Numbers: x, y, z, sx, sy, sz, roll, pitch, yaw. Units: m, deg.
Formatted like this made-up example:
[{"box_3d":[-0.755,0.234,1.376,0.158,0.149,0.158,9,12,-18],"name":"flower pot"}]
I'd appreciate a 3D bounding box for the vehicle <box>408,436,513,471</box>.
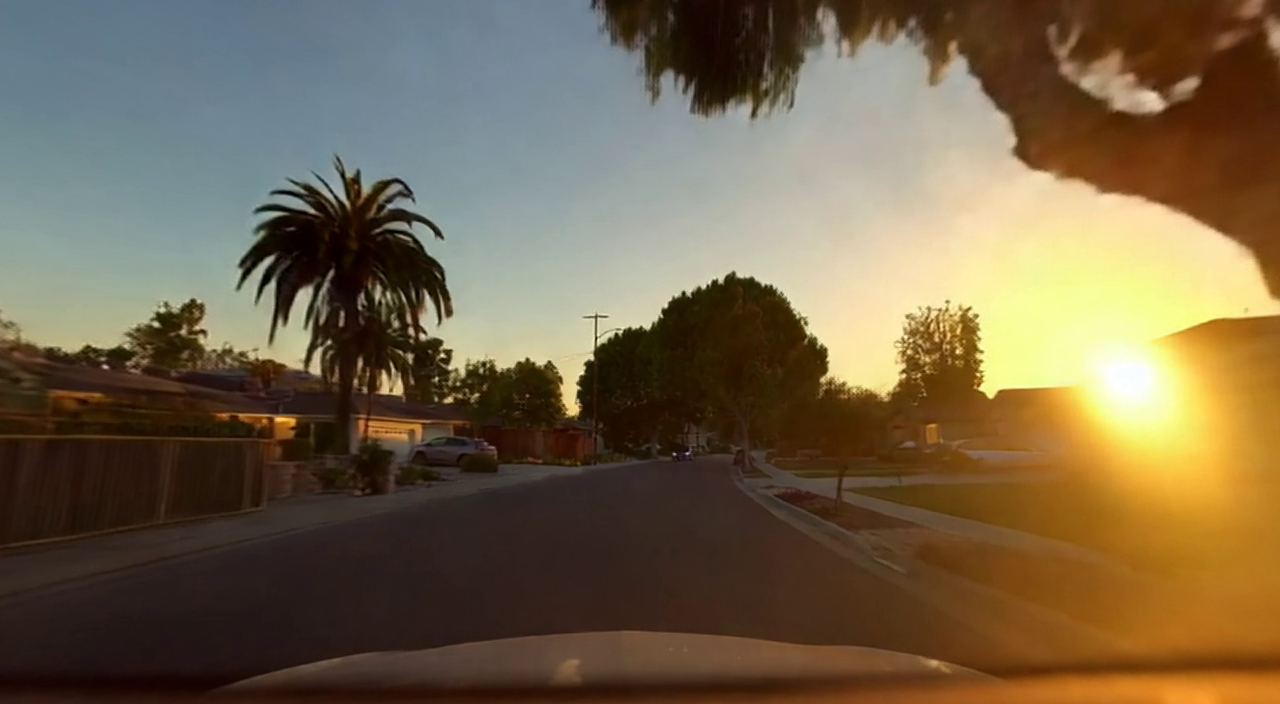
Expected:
[{"box_3d":[-10.522,5.976,37.283,5.497,1.983,2.191,-1,-9,5],"name":"vehicle"}]
